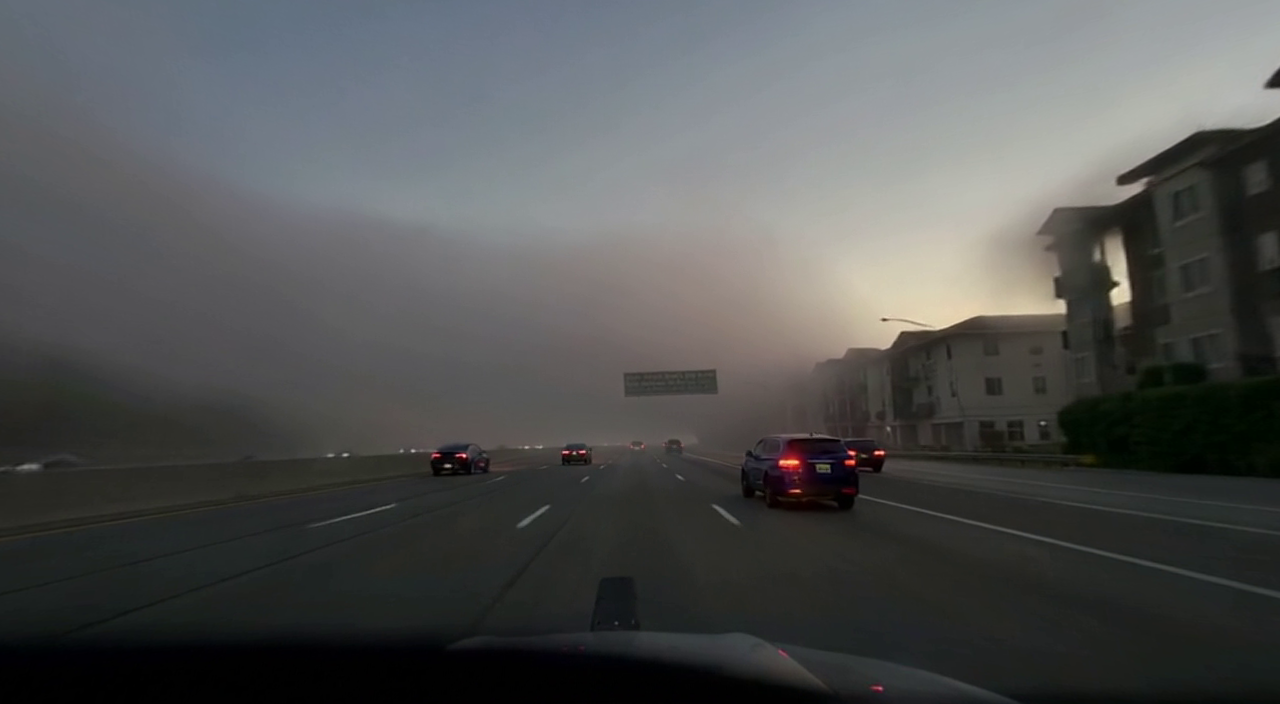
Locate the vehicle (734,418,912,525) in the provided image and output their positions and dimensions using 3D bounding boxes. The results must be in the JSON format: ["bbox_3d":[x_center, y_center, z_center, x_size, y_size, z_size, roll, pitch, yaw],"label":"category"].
[{"bbox_3d":[3.265,2.239,12.329,2.080,1.694,4.286,0,-9,-1],"label":"vehicle"}]

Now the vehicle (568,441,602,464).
[{"bbox_3d":[-3.713,6.855,43.197,2.002,1.466,4.378,0,-9,0],"label":"vehicle"}]

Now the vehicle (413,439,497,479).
[{"bbox_3d":[-7.478,4.358,26.052,2.021,1.496,4.495,0,-9,1],"label":"vehicle"}]
